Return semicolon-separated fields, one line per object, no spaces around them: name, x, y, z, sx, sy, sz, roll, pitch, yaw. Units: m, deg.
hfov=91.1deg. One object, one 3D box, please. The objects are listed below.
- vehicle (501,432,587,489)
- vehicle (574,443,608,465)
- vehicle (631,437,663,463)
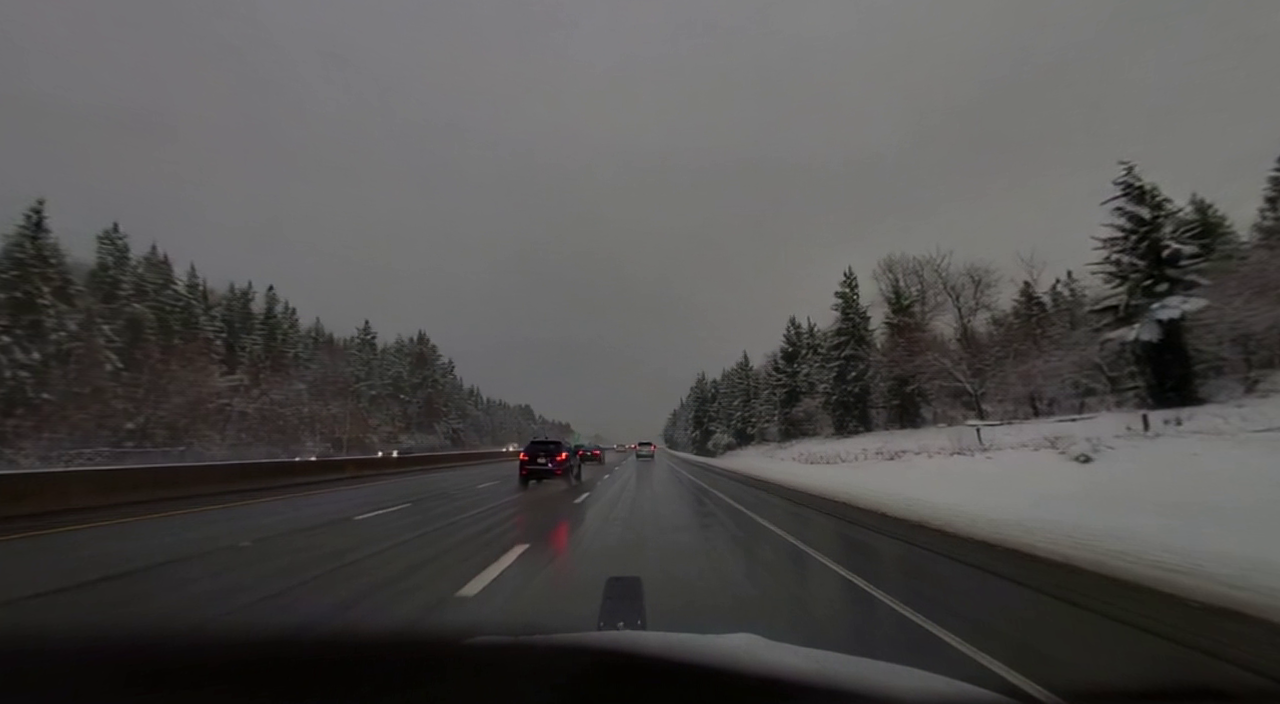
vehicle;-3.024;3.528;20.737;2.056;1.679;4.204;0;-8;1
vehicle;-3.401;7.149;44.261;2.055;1.431;3.921;0;-8;1
vehicle;0.491;7.321;46.955;2.285;1.797;4.478;0;-8;0
